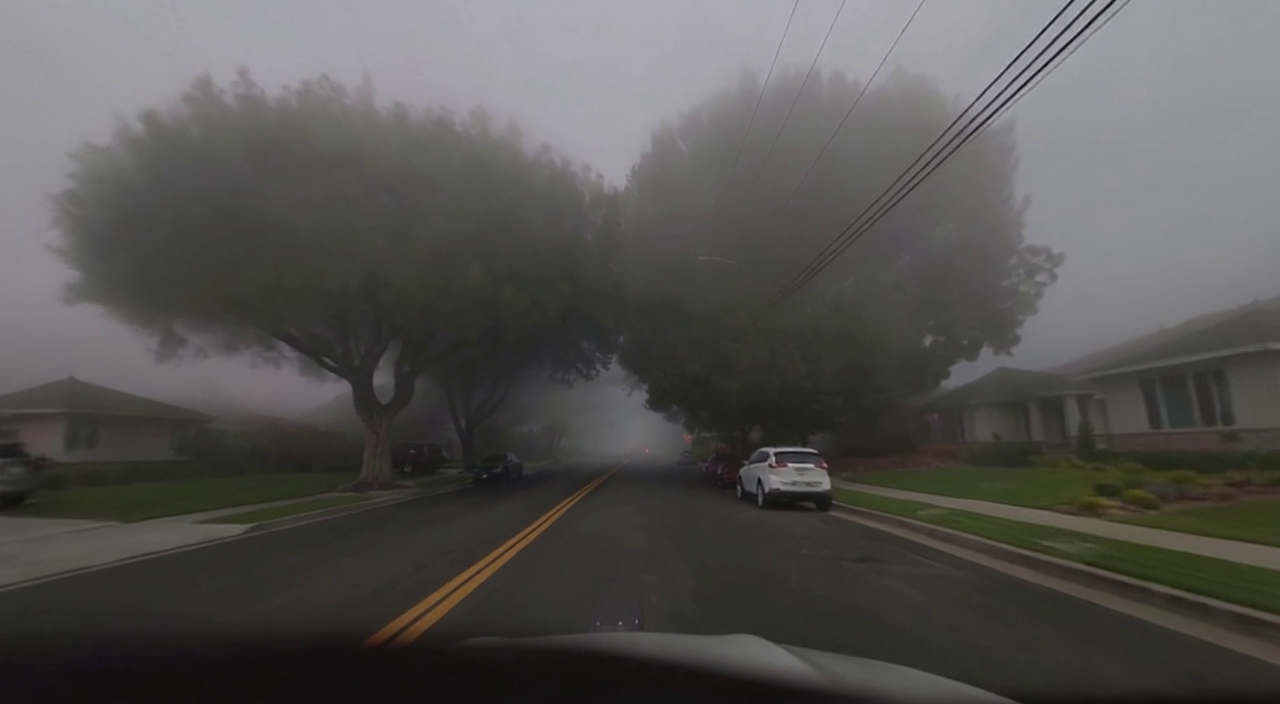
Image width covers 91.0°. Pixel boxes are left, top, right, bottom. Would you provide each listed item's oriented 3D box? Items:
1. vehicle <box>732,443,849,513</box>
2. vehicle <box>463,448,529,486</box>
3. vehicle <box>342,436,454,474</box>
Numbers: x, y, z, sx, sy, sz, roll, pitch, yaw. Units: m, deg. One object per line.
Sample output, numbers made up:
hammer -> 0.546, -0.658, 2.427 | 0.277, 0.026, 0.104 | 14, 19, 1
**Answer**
vehicle -> 3.758, 3.232, 16.630 | 1.917, 1.569, 4.460 | 0, -9, -1
vehicle -> -6.470, 5.206, 28.823 | 1.985, 1.497, 4.655 | -2, -8, -1
vehicle -> -14.273, 6.119, 37.443 | 5.681, 2.094, 2.344 | 0, -9, 0
